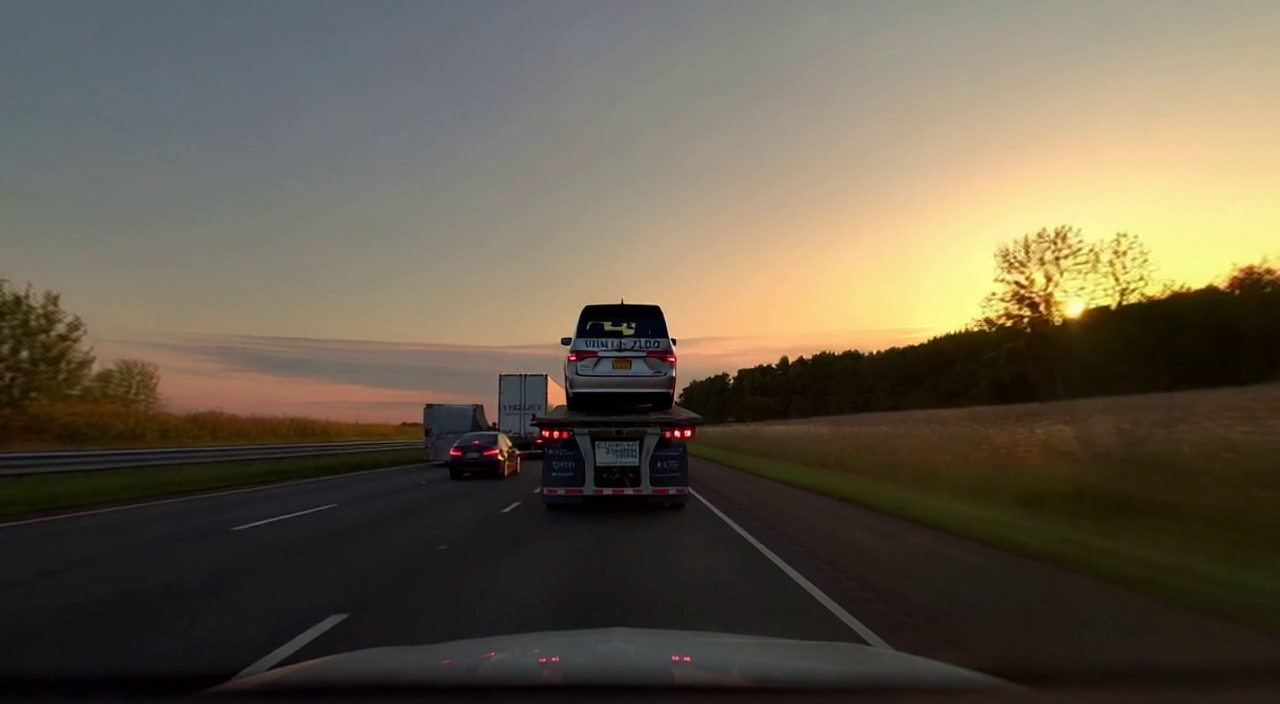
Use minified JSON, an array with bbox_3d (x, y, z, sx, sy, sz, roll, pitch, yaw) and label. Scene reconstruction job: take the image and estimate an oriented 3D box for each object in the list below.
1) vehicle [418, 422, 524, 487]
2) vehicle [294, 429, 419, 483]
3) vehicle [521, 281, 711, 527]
[{"bbox_3d":[-4.753,2.930,18.455,1.914,1.675,4.331,0,-7,0],"label":"vehicle"},{"bbox_3d":[-8.938,3.294,20.421,1.897,1.524,4.790,0,-7,-1],"label":"vehicle"},{"bbox_3d":[-0.455,1.322,13.916,2.738,3.628,9.223,0,-7,-1],"label":"vehicle"}]
